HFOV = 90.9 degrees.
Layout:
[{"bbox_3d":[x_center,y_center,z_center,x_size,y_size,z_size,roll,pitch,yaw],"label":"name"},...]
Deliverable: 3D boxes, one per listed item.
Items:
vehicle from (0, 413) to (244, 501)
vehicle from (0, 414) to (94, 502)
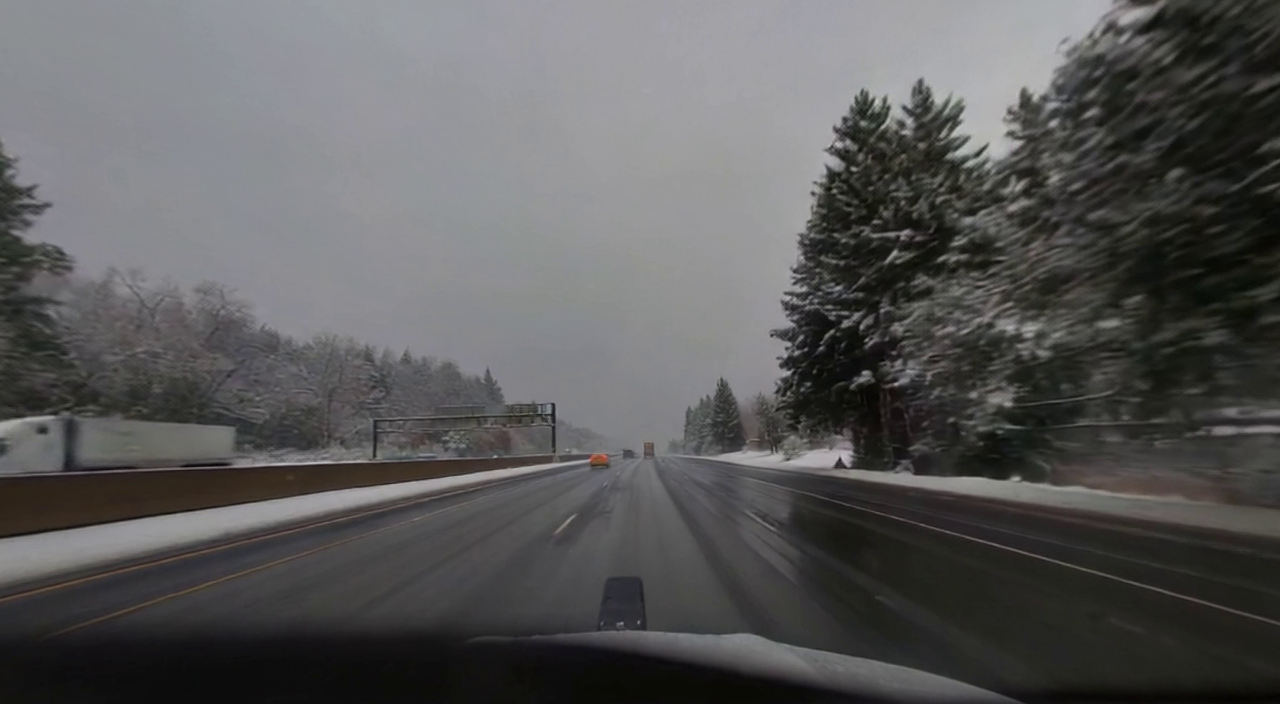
[{"bbox_3d":[-30.393,6.170,37.616,2.889,4.119,15.342,-1,-9,3],"label":"vehicle"},{"bbox_3d":[-30.694,5.090,30.364,2.958,4.004,5.956,0,-9,2],"label":"vehicle"}]
